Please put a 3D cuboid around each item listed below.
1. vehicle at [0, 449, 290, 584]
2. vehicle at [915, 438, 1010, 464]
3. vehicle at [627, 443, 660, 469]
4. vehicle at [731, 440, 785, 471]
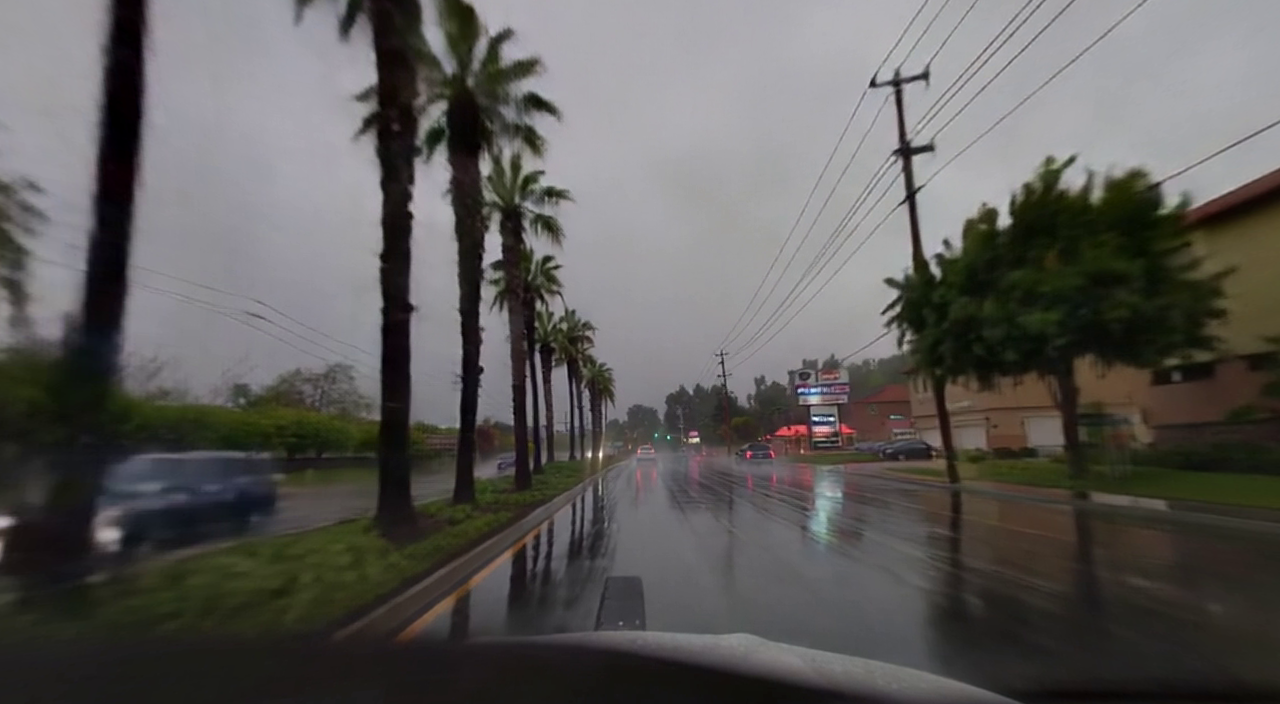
[{"bbox_3d":[-7.753,2.273,9.684,1.959,1.535,4.707,0,-9,1],"label":"vehicle"},{"bbox_3d":[19.908,6.142,39.065,4.768,1.512,1.986,0,-9,1],"label":"vehicle"},{"bbox_3d":[0.262,7.103,43.112,2.138,1.702,4.168,0,-9,1],"label":"vehicle"},{"bbox_3d":[6.816,6.034,36.877,2.252,1.718,4.617,0,-9,0],"label":"vehicle"}]
